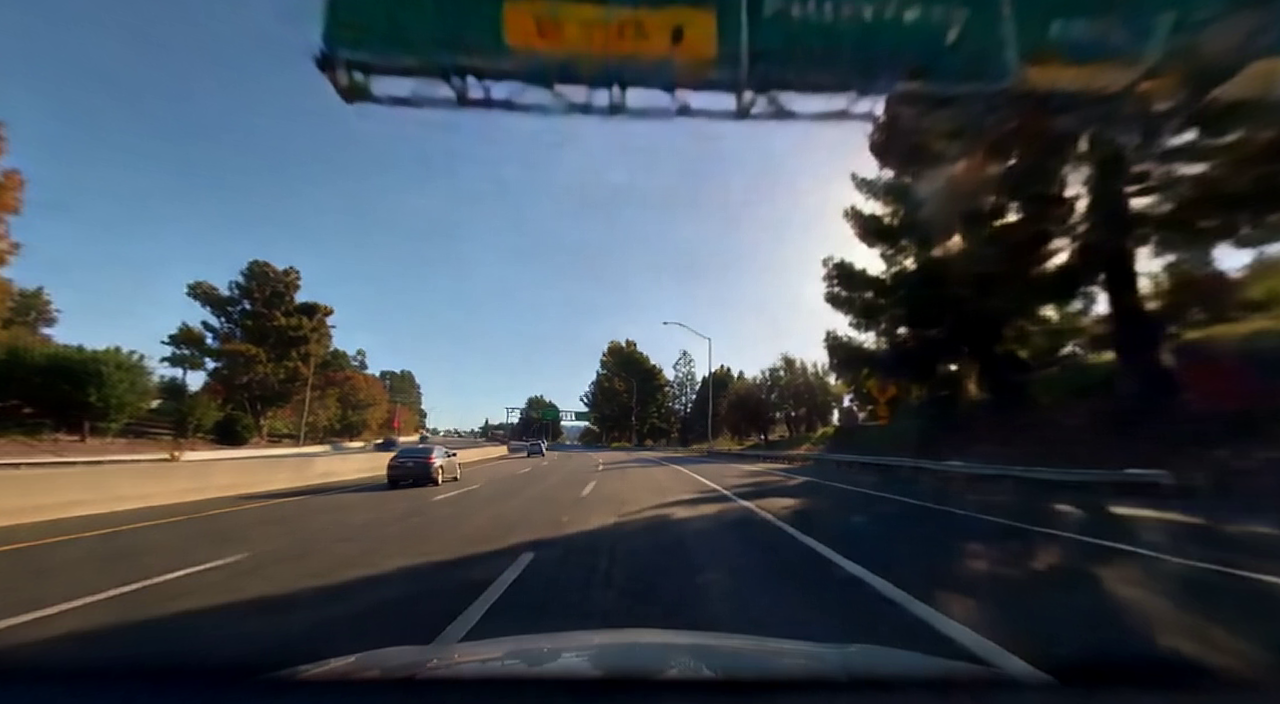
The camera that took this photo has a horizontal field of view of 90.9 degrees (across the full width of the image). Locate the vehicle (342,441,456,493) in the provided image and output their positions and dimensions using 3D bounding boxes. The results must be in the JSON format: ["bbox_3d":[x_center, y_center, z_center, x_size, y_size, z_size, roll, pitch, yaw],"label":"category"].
[{"bbox_3d":[-7.655,3.662,20.599,2.025,1.494,4.495,0,-8,-1],"label":"vehicle"}]
